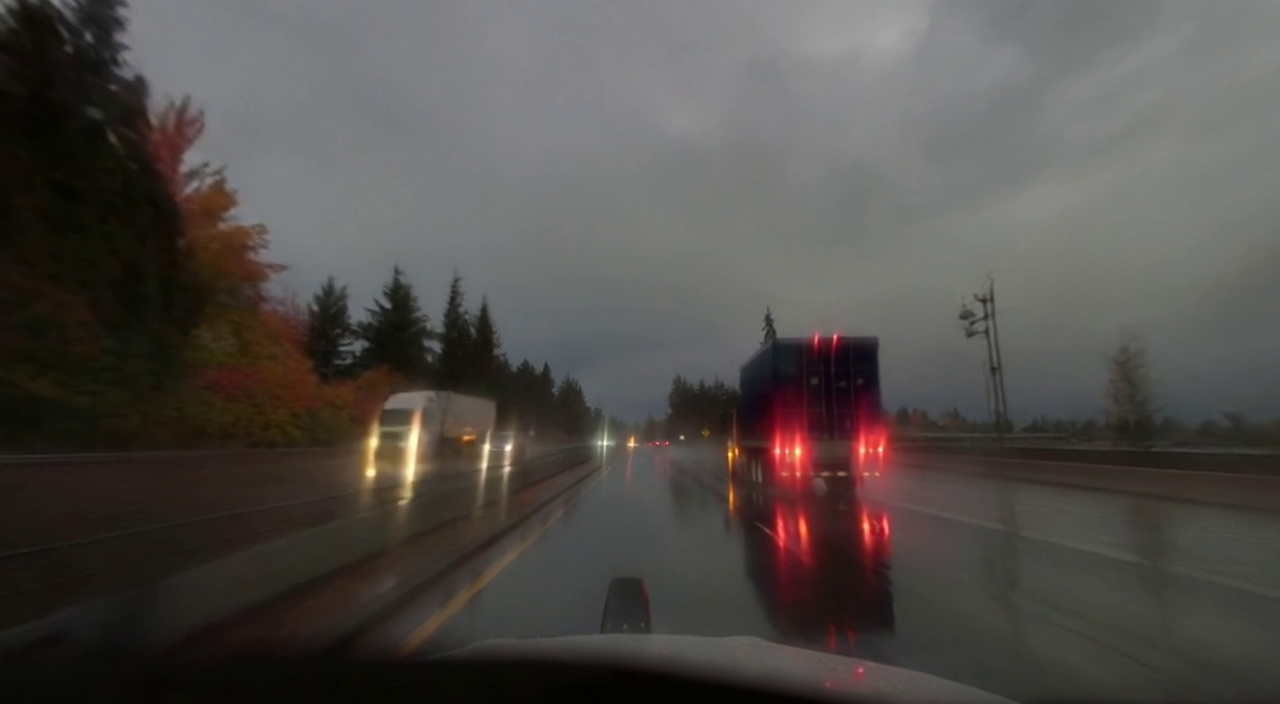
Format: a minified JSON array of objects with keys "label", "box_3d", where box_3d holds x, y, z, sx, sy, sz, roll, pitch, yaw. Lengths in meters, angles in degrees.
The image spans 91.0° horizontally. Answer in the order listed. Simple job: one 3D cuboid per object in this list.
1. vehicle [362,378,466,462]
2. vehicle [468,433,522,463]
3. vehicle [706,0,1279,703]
[{"label":"vehicle","box_3d":[-11.614,3.688,33.016,2.971,3.993,5.994,0,-8,1]},{"label":"vehicle","box_3d":[-7.741,5.151,33.958,1.915,1.514,3.866,0,-8,1]},{"label":"vehicle","box_3d":[3.666,0.618,10.346,3.691,4.331,13.909,0,-8,0]}]
